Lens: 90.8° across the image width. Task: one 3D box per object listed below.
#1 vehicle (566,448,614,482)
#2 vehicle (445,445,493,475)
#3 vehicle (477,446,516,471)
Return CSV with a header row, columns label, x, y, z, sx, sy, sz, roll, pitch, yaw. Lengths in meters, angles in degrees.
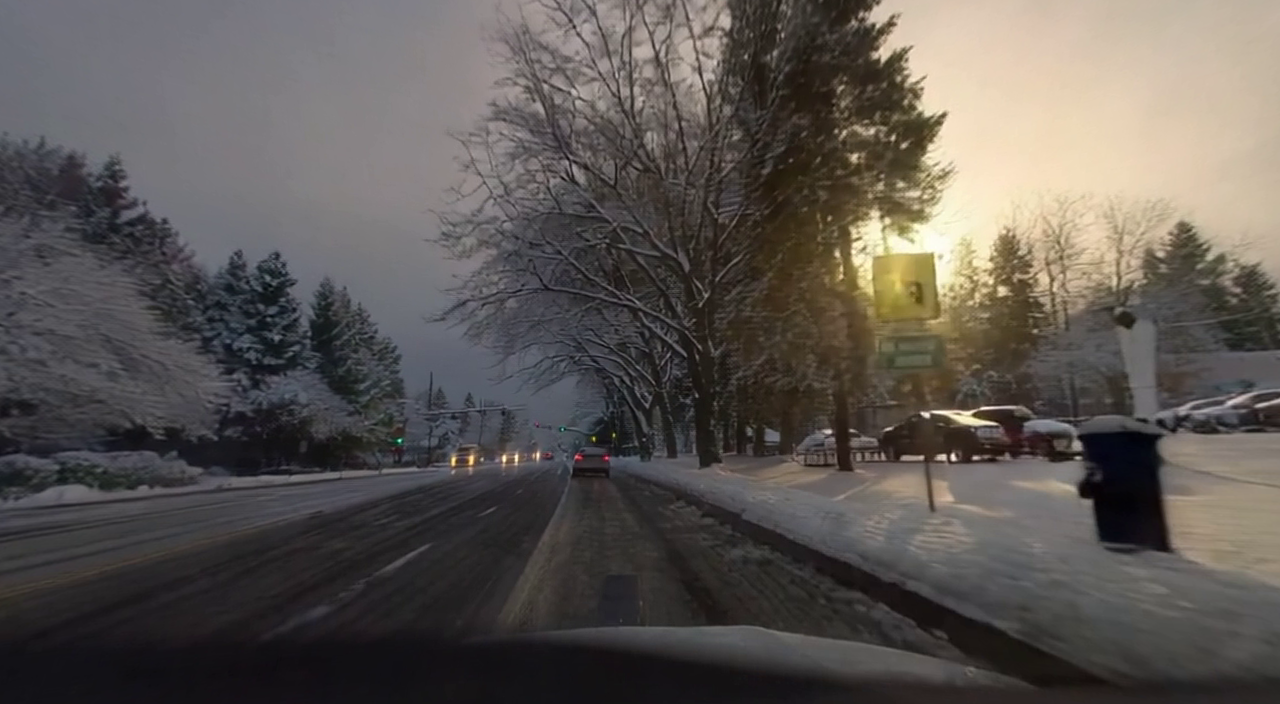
label,x,y,z,sx,sy,sz,roll,pitch,yaw
vehicle,-2.332,5.299,29.988,2.111,1.466,4.223,0,-8,-3
vehicle,-10.523,6.662,39.171,2.049,1.723,4.310,0,-8,-4
vehicle,-10.786,7.984,47.783,2.121,1.752,4.513,0,-8,-4
